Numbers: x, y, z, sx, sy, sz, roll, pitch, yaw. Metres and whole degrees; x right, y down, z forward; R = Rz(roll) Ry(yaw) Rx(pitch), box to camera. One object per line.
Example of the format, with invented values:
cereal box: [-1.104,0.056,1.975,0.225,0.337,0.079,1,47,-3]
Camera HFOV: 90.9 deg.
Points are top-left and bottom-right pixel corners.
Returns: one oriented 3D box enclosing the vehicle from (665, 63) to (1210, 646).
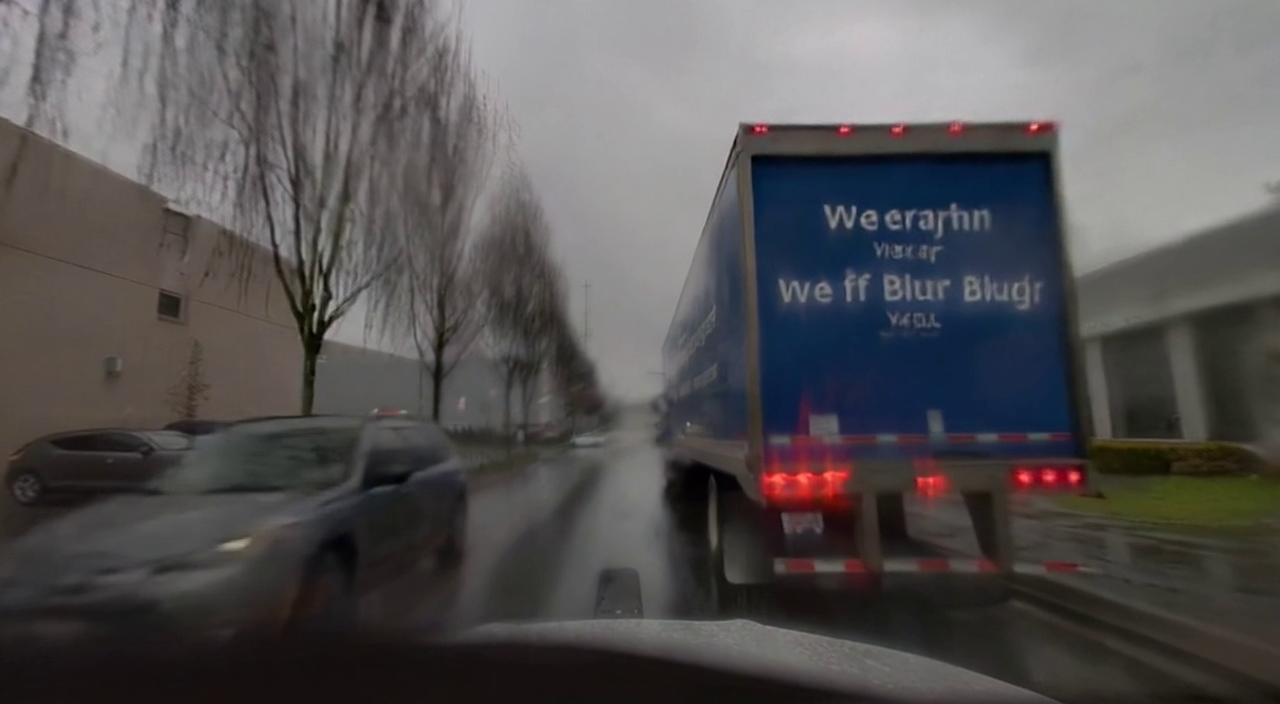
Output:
vehicle: [2.254,0.878,11.579,2.865,4.113,14.471,0,-8,0]

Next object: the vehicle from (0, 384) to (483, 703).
vehicle: [-2.583,1.163,4.820,1.780,1.488,4.043,0,-8,-1]
